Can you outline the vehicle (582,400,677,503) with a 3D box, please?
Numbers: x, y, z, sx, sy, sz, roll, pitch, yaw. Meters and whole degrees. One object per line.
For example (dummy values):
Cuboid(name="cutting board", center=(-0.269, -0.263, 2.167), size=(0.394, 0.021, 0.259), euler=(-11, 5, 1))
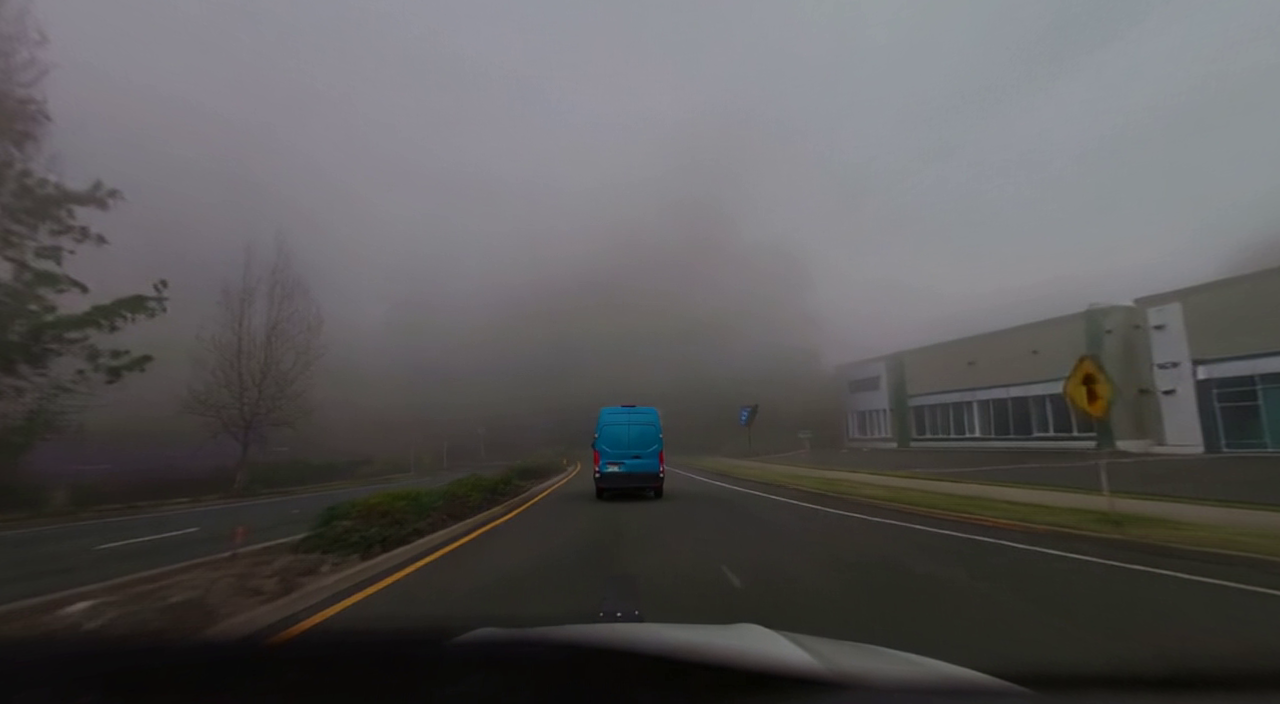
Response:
Cuboid(name="vehicle", center=(-0.423, 2.987, 19.037), size=(2.432, 2.624, 5.670), euler=(0, -9, -3))
